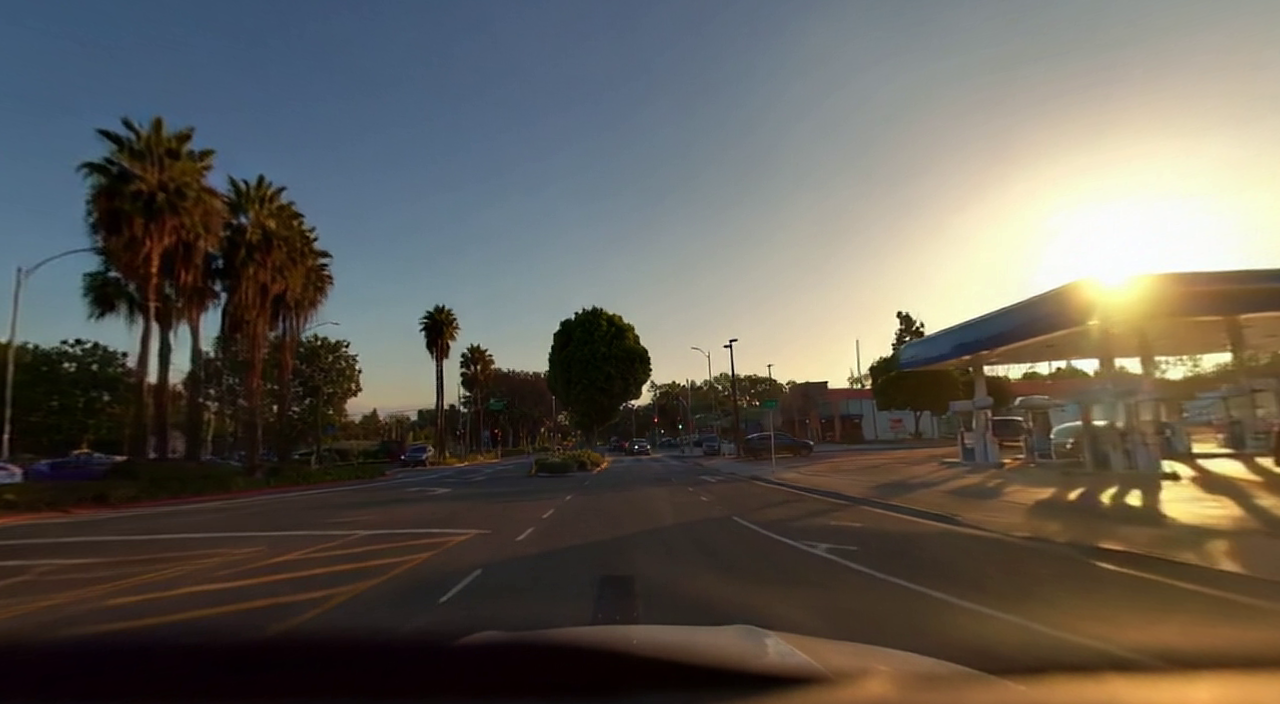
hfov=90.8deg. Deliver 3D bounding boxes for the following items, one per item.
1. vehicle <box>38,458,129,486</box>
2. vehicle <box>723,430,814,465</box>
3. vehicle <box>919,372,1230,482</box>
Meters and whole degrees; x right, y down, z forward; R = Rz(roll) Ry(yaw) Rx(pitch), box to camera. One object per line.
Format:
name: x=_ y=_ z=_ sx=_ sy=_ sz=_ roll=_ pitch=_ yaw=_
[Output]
vehicle: x=-36.377 y=7.824 z=41.474 sx=1.917 sy=1.684 sz=4.567 roll=0 pitch=-9 yaw=-2
vehicle: x=8.463 y=6.205 z=41.326 sx=6.059 sy=2.082 sz=2.703 roll=7 pitch=-11 yaw=-42
vehicle: x=13.351 y=2.653 z=21.279 sx=2.944 sy=2.783 sz=10.332 roll=0 pitch=-8 yaw=-2
